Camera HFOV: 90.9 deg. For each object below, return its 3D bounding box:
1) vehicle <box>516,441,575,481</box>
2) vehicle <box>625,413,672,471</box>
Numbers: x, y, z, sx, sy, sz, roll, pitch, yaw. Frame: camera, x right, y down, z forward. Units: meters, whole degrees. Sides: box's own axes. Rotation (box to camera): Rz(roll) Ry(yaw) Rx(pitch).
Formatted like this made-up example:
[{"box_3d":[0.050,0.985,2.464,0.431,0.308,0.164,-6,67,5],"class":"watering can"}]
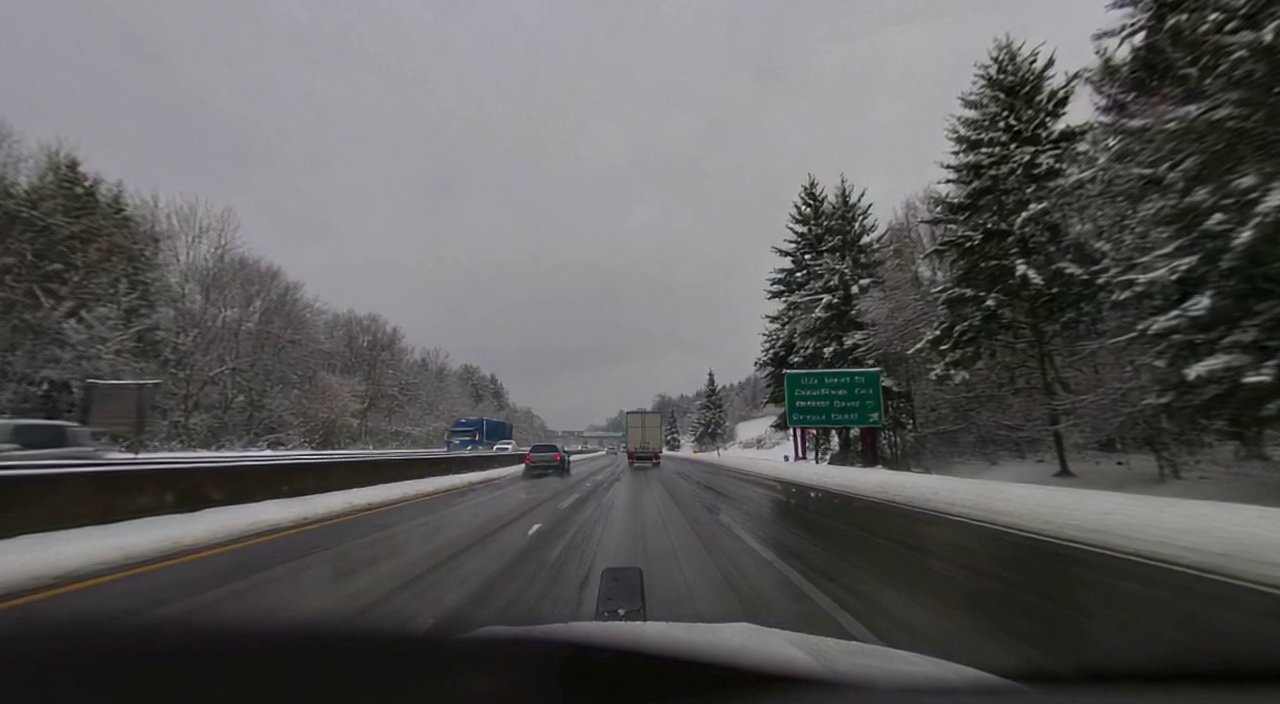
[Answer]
[{"box_3d":[-4.201,4.916,28.626,2.079,1.656,3.965,0,-9,0],"class":"vehicle"},{"box_3d":[0.420,6.286,43.718,2.893,3.628,9.081,0,-9,-1],"class":"vehicle"}]
